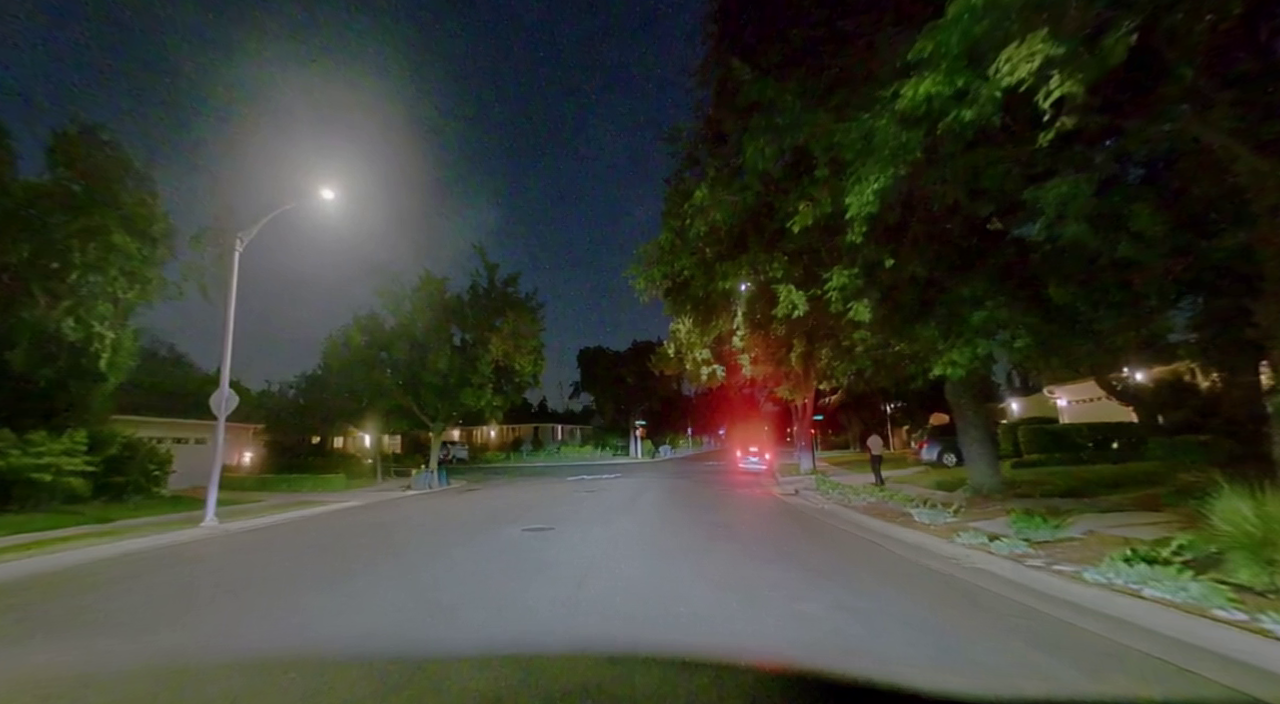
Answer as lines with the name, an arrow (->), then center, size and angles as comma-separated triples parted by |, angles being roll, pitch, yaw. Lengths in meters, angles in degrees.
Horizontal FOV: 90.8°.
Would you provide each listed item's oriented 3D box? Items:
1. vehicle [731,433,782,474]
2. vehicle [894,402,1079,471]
vehicle -> 5.562, 4.778, 29.868 | 2.053, 1.737, 4.375 | -2, -9, 14
vehicle -> 11.450, 2.854, 21.213 | 4.780, 1.765, 2.103 | -6, -9, 3
